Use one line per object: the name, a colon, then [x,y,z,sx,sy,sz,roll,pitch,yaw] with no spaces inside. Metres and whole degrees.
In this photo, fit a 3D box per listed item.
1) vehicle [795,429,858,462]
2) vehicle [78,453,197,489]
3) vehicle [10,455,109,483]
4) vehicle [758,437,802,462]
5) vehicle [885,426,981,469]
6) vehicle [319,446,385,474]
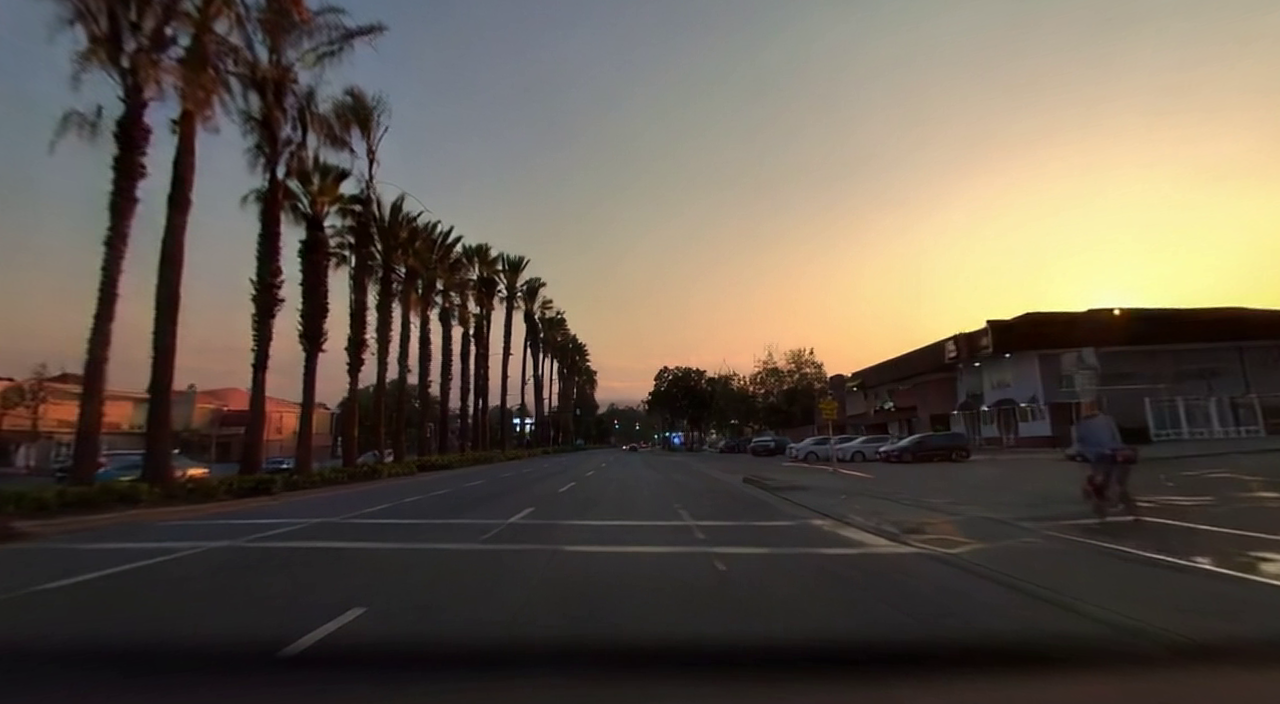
vehicle: [11.851,6.030,40.632,2.332,1.937,5.400,0,-9,-1]
vehicle: [-23.158,5.467,29.361,1.880,1.480,4.451,0,-9,-1]
vehicle: [-37.031,7.454,40.364,4.327,1.474,1.858,-2,-7,-6]
vehicle: [9.106,6.395,41.369,2.007,1.525,4.492,0,-9,2]
vehicle: [12.600,4.174,27.544,1.909,1.686,4.670,0,-9,0]
vehicle: [-16.464,6.187,36.314,1.870,1.504,3.993,0,-9,0]
